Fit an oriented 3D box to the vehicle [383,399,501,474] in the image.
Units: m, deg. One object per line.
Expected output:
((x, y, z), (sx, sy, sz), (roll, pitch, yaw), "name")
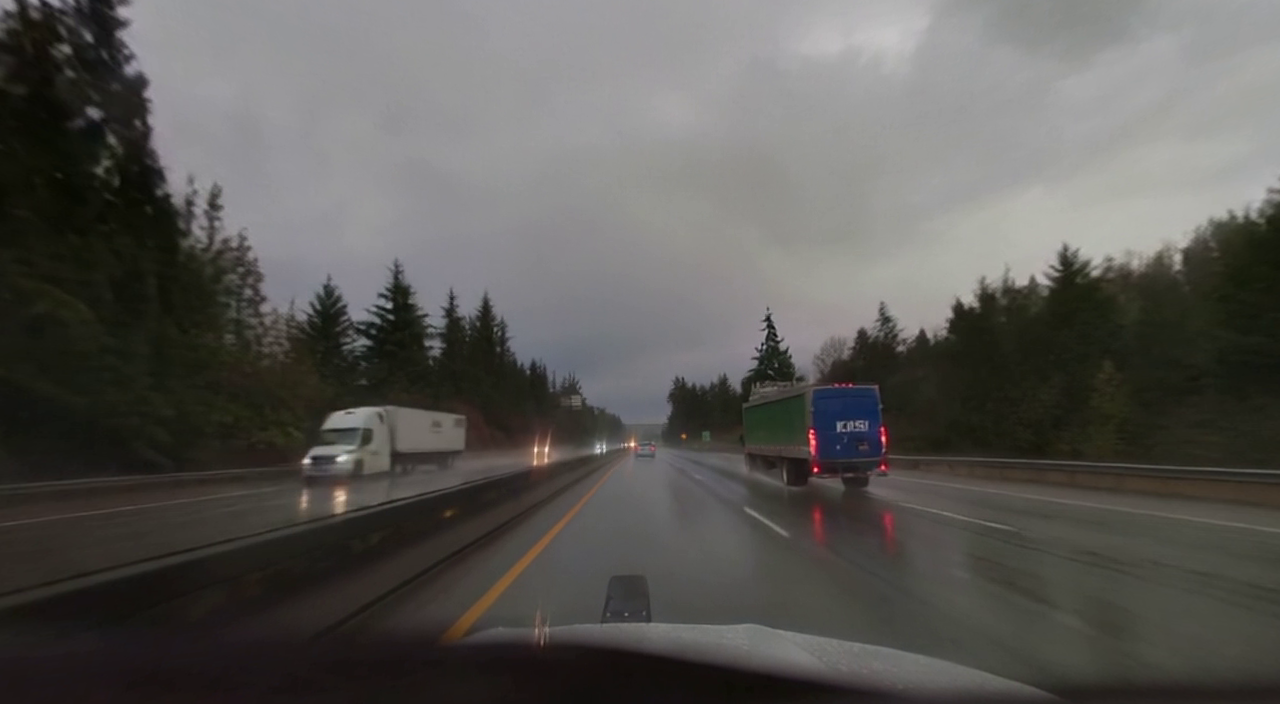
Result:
((-11.636, 5.236, 38.593), (3.742, 3.954, 10.224), (0, -8, 1), "vehicle")

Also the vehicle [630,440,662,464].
((0.404, 6.995, 44.041), (2.121, 1.590, 4.434), (0, -8, 1), "vehicle")

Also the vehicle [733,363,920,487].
((7.473, 3.679, 29.642), (3.479, 4.156, 17.231), (0, -8, 0), "vehicle")

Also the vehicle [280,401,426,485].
((-15.661, 5.159, 35.769), (2.933, 3.978, 11.292), (0, -8, 0), "vehicle")
